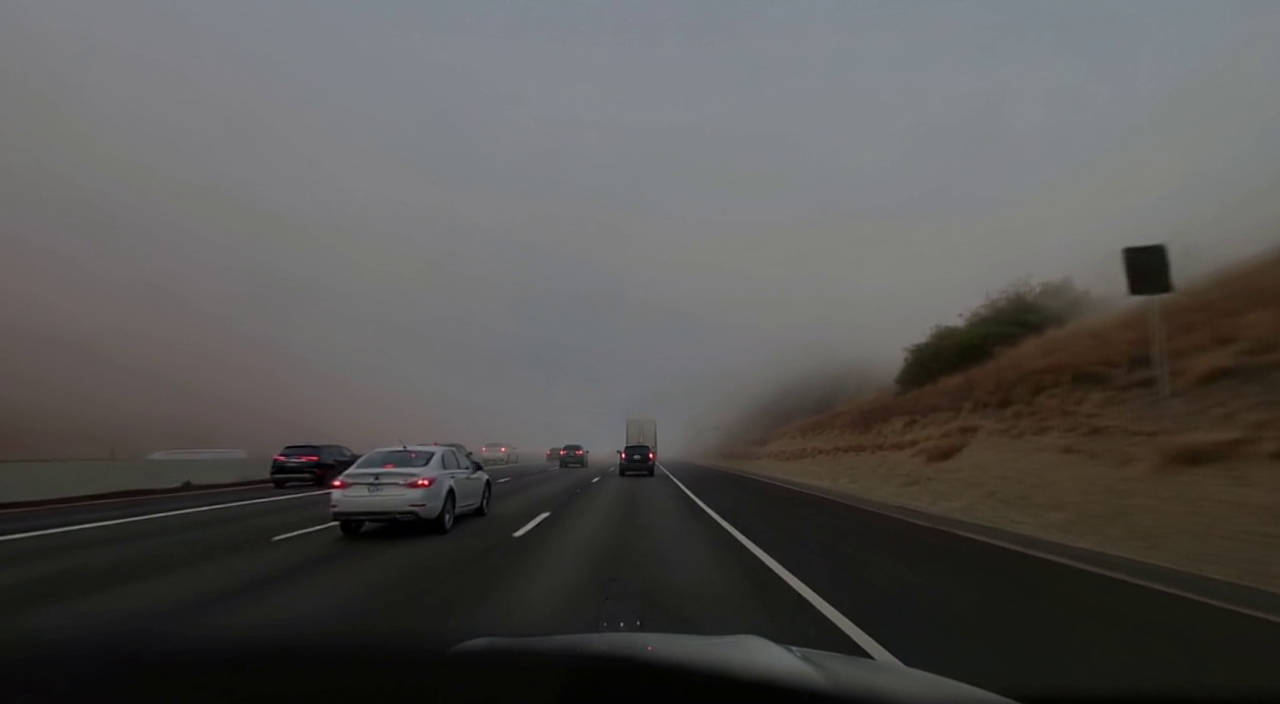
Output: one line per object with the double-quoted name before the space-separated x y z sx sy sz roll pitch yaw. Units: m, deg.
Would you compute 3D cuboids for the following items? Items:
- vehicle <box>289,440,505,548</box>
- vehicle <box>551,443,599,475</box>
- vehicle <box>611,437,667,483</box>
"vehicle" -3.911 2.332 11.167 1.943 1.468 4.547 1 -8 1
"vehicle" -3.596 6.031 35.696 2.155 1.661 4.477 1 -8 1
"vehicle" -0.046 4.713 27.809 2.281 1.795 4.297 1 -8 0
